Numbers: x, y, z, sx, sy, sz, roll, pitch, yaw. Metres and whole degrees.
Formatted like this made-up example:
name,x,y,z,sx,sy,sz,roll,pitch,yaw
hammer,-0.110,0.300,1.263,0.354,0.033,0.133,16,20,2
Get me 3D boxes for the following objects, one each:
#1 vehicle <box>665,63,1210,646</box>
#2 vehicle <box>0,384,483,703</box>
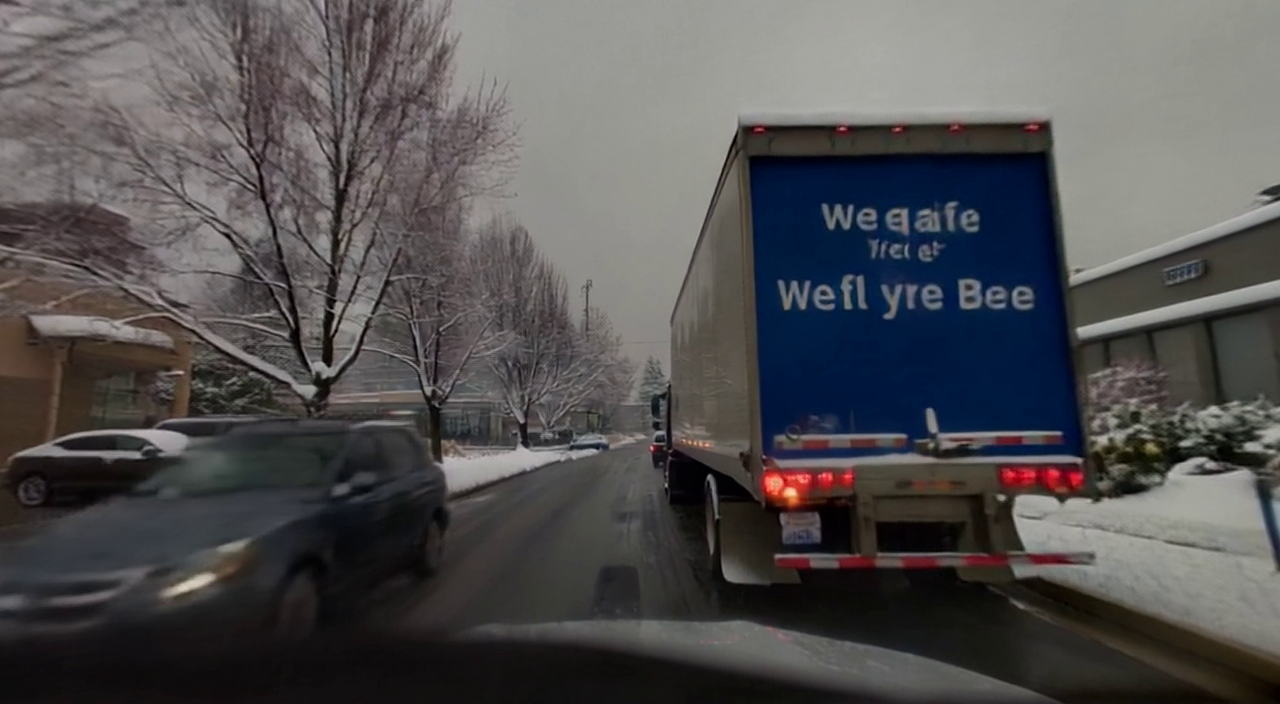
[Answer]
name,x,y,z,sx,sy,sz,roll,pitch,yaw
vehicle,2.254,0.878,11.579,2.865,4.113,14.471,0,-8,0
vehicle,-2.583,1.163,4.820,1.780,1.488,4.043,0,-8,-1
